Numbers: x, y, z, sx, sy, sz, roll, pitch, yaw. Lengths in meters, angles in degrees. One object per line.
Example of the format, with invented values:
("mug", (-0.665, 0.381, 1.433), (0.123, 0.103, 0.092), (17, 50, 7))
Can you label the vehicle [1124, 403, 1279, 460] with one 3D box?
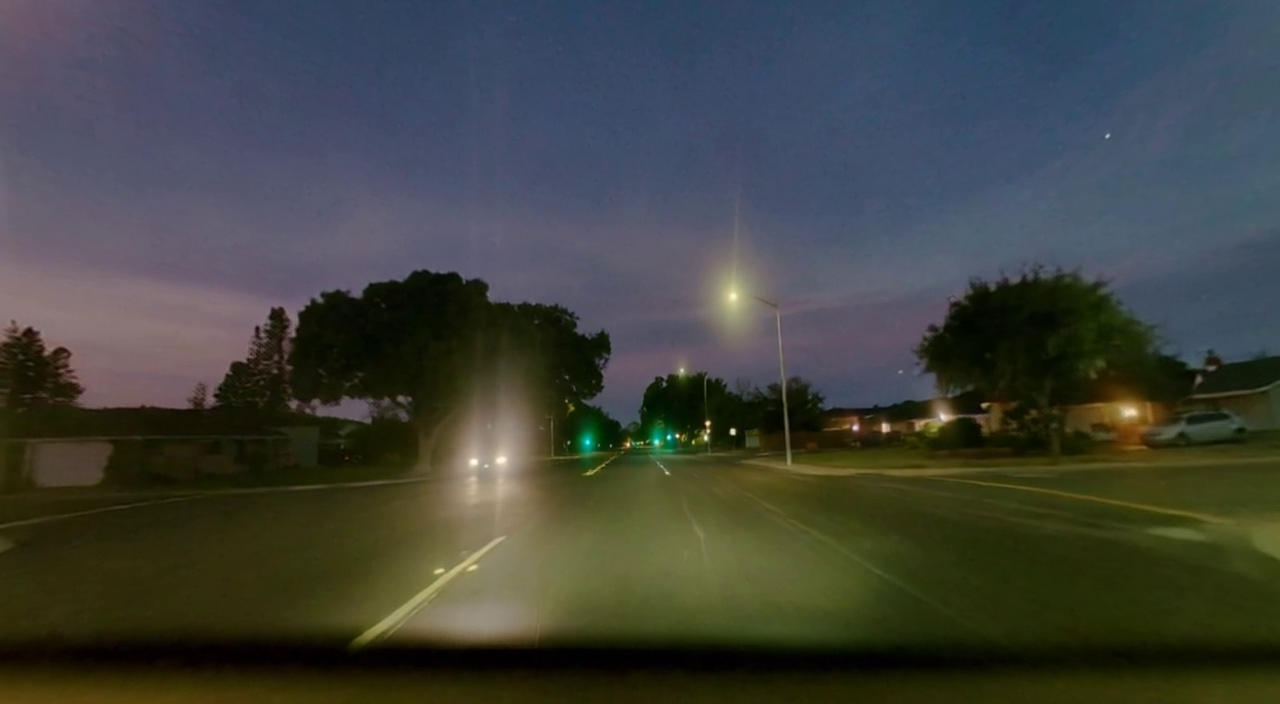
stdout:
("vehicle", (28.547, 4.074, 32.182), (5.564, 2.741, 2.347), (-1, -8, 4))

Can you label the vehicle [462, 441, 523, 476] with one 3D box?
("vehicle", (-7.517, 5.459, 32.668), (2.130, 1.635, 4.505), (0, -8, -1))
